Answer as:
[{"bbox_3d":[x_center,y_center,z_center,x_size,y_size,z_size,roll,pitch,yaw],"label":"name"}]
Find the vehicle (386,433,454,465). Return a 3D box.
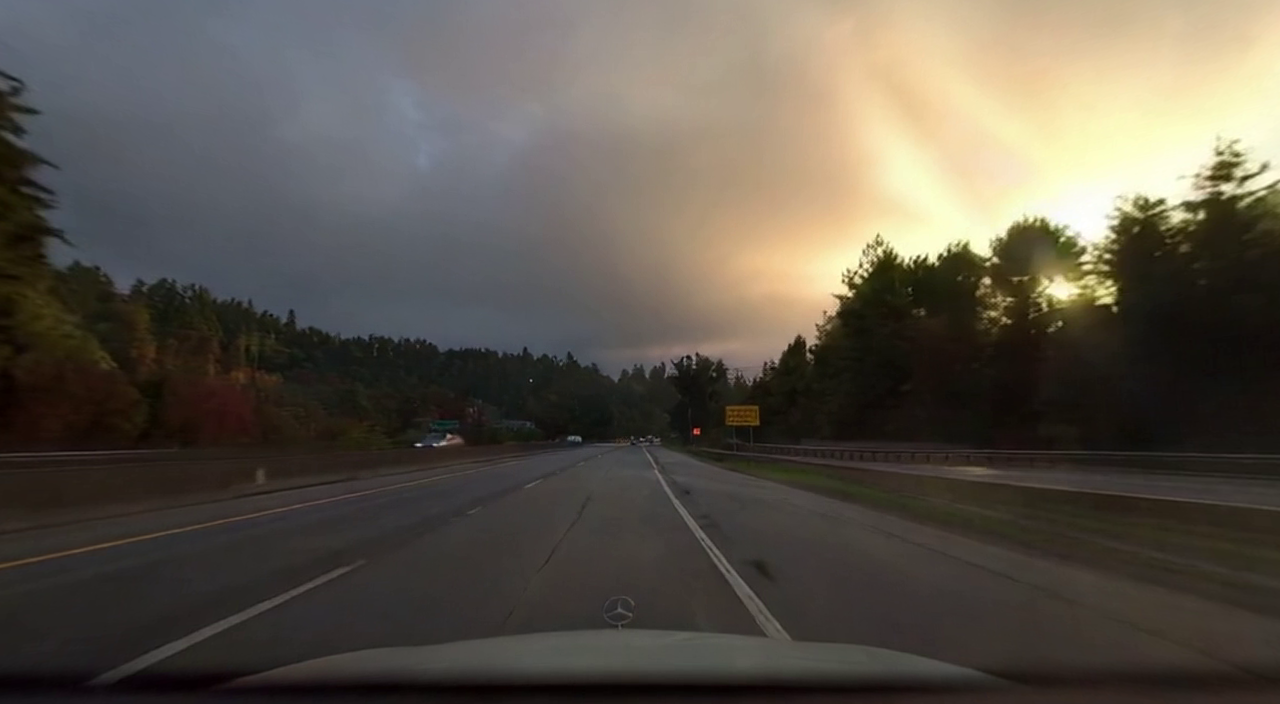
[{"bbox_3d":[-11.150,4.942,32.146,1.857,1.497,4.398,0,-8,0],"label":"vehicle"}]
